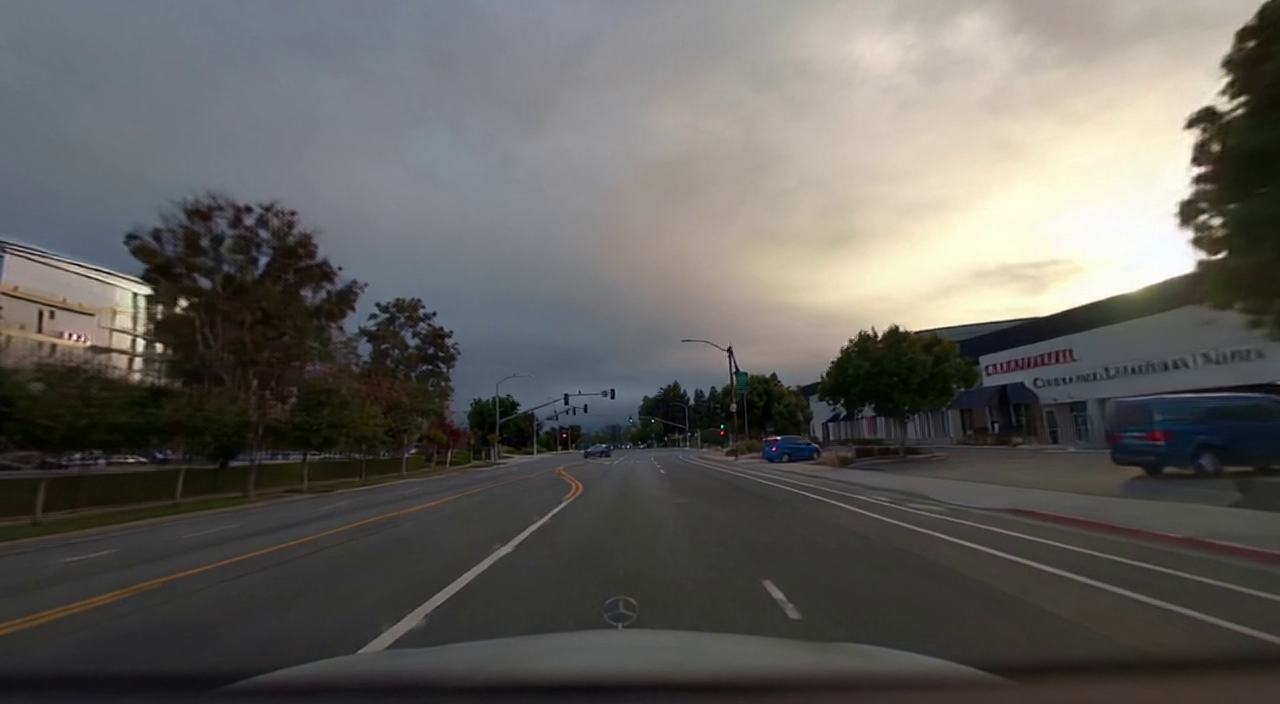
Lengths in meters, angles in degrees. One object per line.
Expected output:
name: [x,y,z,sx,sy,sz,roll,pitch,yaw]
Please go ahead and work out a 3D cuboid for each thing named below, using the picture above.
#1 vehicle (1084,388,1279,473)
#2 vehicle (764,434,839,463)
vehicle: [15.733,2.144,17.011,5.546,2.117,2.443,0,-9,-1]
vehicle: [10.609,6.325,41.284,4.635,1.821,2.087,6,-10,-32]
